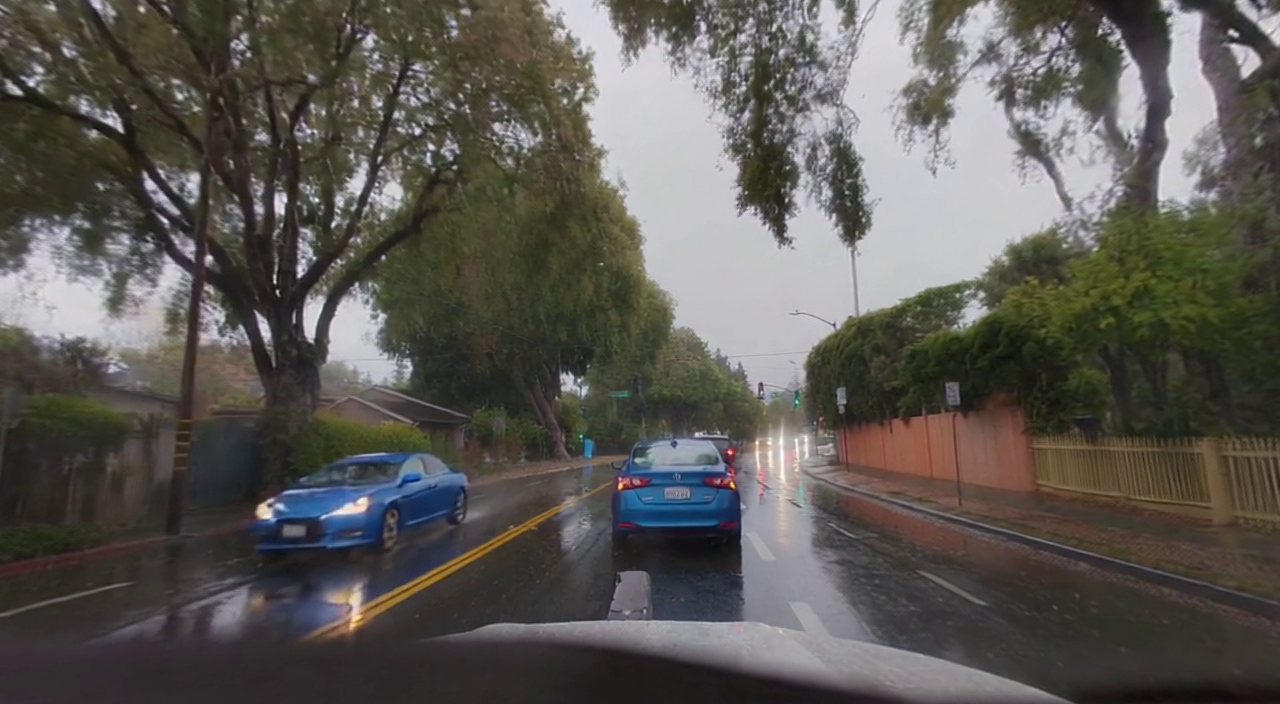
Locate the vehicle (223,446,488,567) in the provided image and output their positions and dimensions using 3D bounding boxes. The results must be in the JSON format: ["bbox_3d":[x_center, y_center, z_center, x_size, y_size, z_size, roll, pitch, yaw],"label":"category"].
[{"bbox_3d":[-4.180,2.302,10.324,1.956,1.488,4.560,-1,-8,4],"label":"vehicle"}]

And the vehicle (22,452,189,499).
[{"bbox_3d":[-18.150,4.175,21.524,4.069,1.445,2.063,-1,-9,8],"label":"vehicle"}]

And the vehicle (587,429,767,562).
[{"bbox_3d":[0.481,1.956,9.338,2.070,1.516,3.936,0,-8,2],"label":"vehicle"}]
